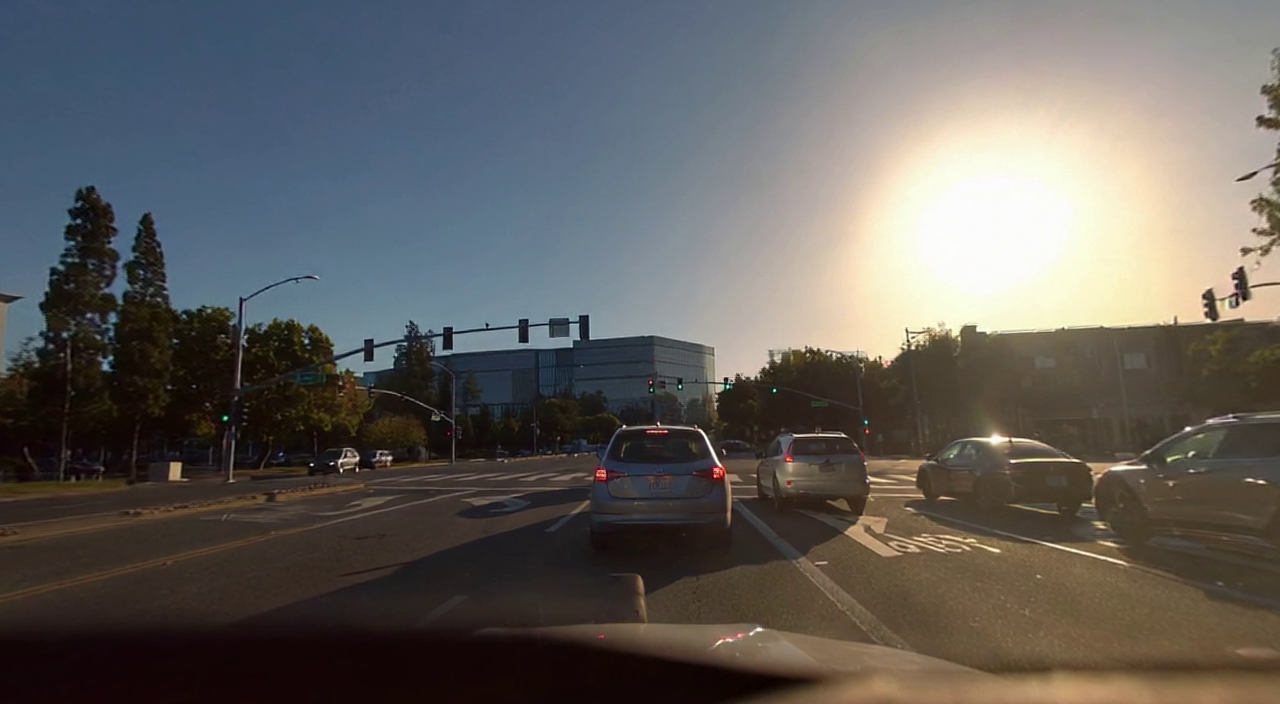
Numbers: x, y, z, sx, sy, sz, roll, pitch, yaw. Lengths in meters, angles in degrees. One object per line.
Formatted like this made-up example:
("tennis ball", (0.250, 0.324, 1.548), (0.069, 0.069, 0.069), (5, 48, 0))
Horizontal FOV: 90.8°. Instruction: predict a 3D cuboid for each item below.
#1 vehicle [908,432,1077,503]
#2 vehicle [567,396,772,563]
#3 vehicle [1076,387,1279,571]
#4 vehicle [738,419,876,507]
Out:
("vehicle", (8.297, 2.754, 15.419), (1.862, 1.471, 4.297), (-1, -9, 4))
("vehicle", (0.276, 1.694, 9.009), (2.211, 1.795, 4.179), (0, -9, -1))
("vehicle", (7.372, 1.351, 6.898), (2.074, 1.791, 4.393), (0, -9, 1))
("vehicle", (3.774, 2.631, 15.326), (2.188, 1.774, 4.646), (-1, -9, 2))
